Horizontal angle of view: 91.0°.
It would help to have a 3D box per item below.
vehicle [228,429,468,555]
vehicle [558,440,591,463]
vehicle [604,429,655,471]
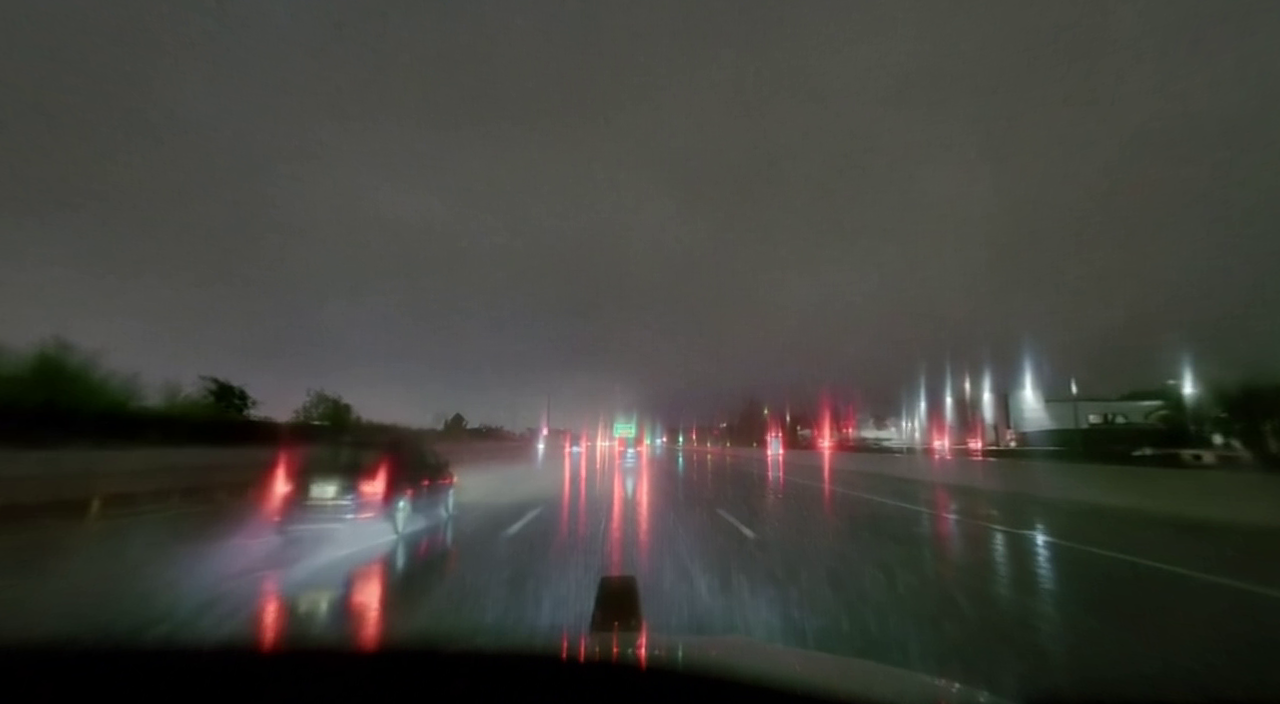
[{"bbox_3d":[-4.201,2.034,9.855,1.945,1.550,3.780,0,-8,0],"label":"vehicle"},{"bbox_3d":[-4.816,7.351,46.764,2.039,1.602,4.317,0,-8,-1],"label":"vehicle"},{"bbox_3d":[-0.566,4.942,31.968,2.382,1.973,4.439,0,-8,-1],"label":"vehicle"}]
